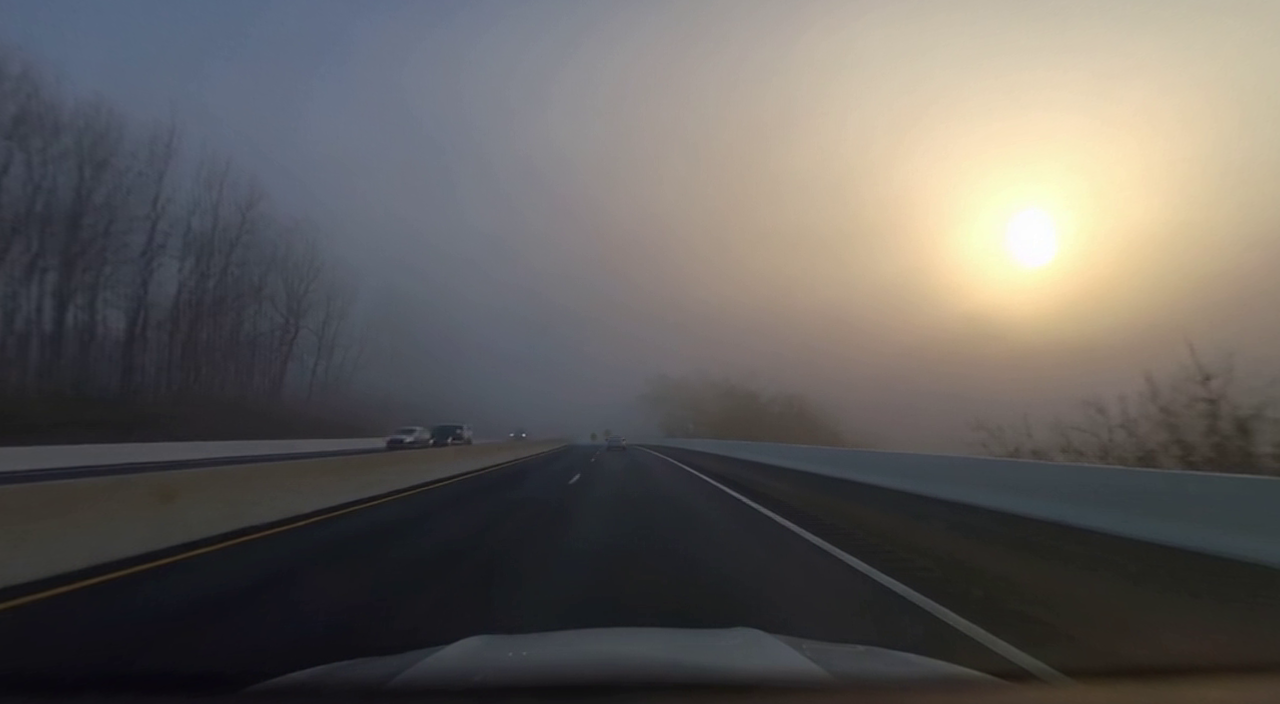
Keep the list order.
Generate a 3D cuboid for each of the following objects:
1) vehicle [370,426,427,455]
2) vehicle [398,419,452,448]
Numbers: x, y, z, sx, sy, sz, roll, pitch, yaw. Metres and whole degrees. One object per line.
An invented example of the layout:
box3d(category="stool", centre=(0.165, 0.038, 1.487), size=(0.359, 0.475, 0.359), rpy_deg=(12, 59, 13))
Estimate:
box3d(category="vehicle", centre=(-15.764, 5.816, 41.355), size=(2.048, 1.749, 4.557), rpy_deg=(0, -8, -2))
box3d(category="vehicle", centre=(-16.029, 6.069, 47.218), size=(2.389, 1.895, 4.784), rpy_deg=(4, -6, -2))
